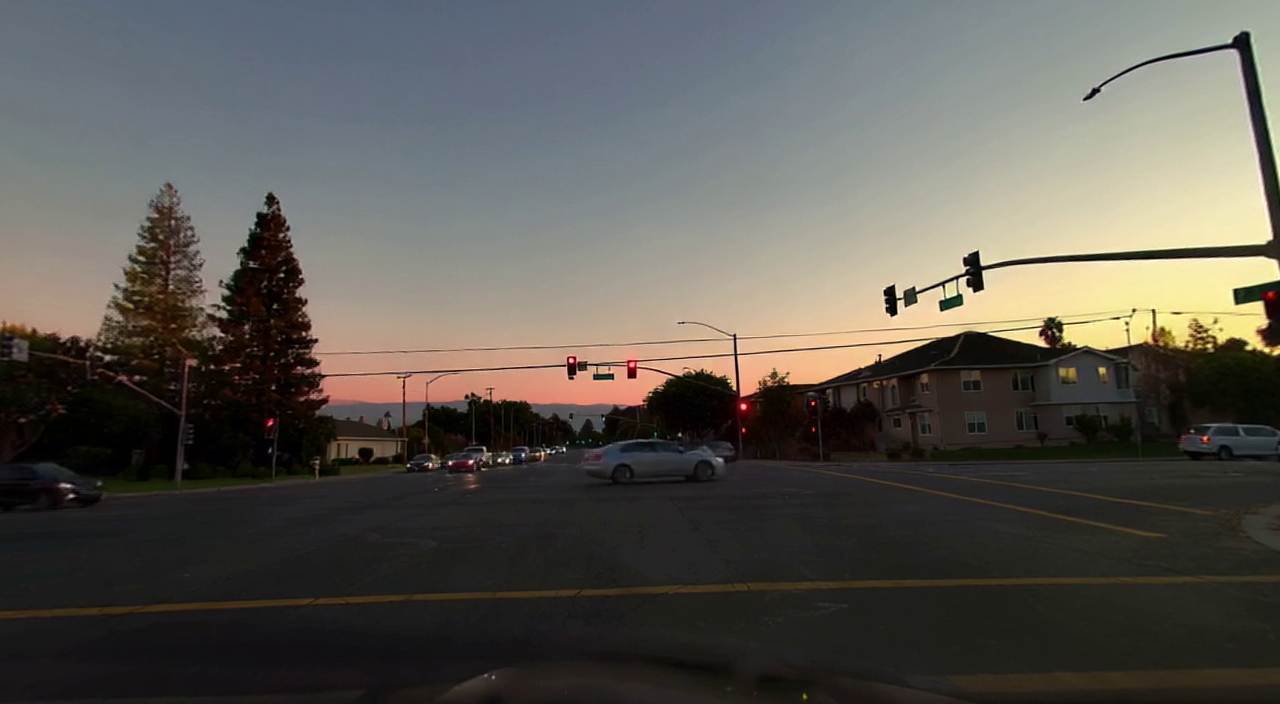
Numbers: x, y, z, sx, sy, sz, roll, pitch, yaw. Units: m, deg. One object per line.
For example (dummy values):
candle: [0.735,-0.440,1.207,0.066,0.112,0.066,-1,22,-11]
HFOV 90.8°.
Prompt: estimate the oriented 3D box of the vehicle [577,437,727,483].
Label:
vehicle: [0.380,3.655,21.453,4.823,1.449,2.017,0,-9,0]

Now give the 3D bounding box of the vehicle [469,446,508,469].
vehicle: [-10.708,7.454,44.766,1.881,1.509,3.377,0,-9,1]

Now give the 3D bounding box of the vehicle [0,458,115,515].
vehicle: [-20.734,4.475,21.232,4.431,1.739,1.935,-1,-9,1]

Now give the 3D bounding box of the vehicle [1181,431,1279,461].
vehicle: [31.311,4.888,33.020,4.318,1.488,1.870,0,-9,-1]
